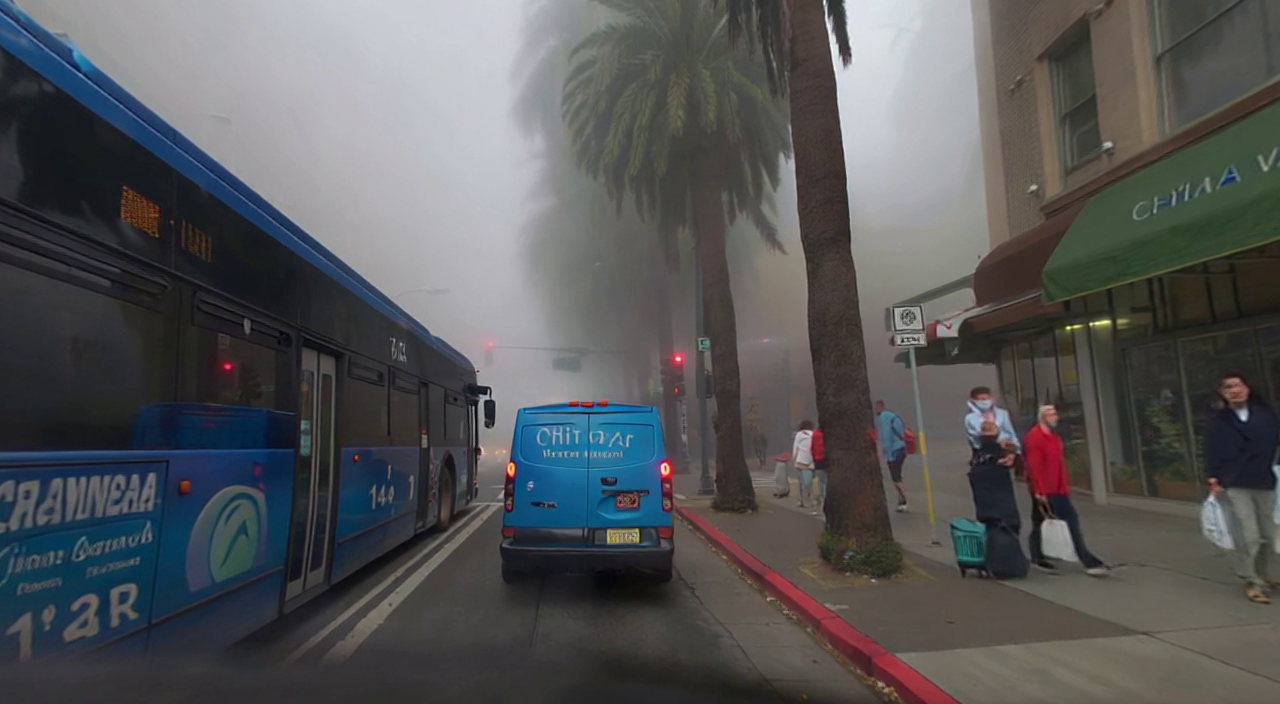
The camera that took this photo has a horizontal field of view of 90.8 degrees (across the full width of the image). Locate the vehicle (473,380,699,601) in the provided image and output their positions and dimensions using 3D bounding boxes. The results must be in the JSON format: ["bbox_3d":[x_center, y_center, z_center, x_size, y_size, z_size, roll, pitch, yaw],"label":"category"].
[{"bbox_3d":[-0.794,1.524,7.789,2.002,1.907,4.211,1,-9,-9],"label":"vehicle"}]

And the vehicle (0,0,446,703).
[{"bbox_3d":[-3.764,0.173,3.087,2.863,3.233,11.573,1,-8,-5],"label":"vehicle"}]
